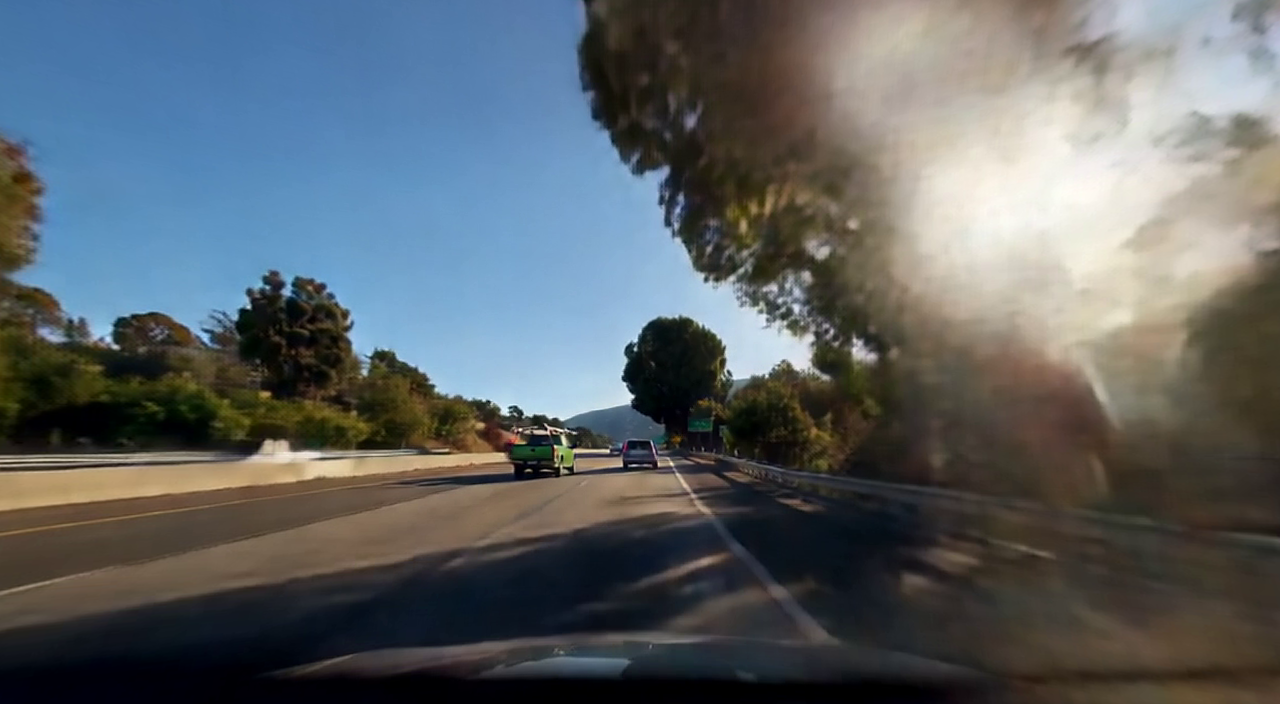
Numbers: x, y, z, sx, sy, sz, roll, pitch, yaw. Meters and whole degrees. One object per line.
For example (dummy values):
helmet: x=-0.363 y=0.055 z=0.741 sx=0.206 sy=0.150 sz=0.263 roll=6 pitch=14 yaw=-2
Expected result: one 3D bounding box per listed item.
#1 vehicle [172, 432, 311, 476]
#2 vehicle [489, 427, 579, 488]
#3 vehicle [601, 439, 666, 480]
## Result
vehicle: x=-18.281 y=4.734 z=29.427 sx=2.626 sy=1.852 sz=5.784 roll=0 pitch=-9 yaw=1
vehicle: x=-3.679 y=3.771 z=22.825 sx=2.250 sy=1.947 sz=4.860 roll=0 pitch=-9 yaw=2
vehicle: x=-0.185 y=4.874 z=28.821 sx=2.715 sy=1.669 sz=5.163 roll=0 pitch=-9 yaw=2
